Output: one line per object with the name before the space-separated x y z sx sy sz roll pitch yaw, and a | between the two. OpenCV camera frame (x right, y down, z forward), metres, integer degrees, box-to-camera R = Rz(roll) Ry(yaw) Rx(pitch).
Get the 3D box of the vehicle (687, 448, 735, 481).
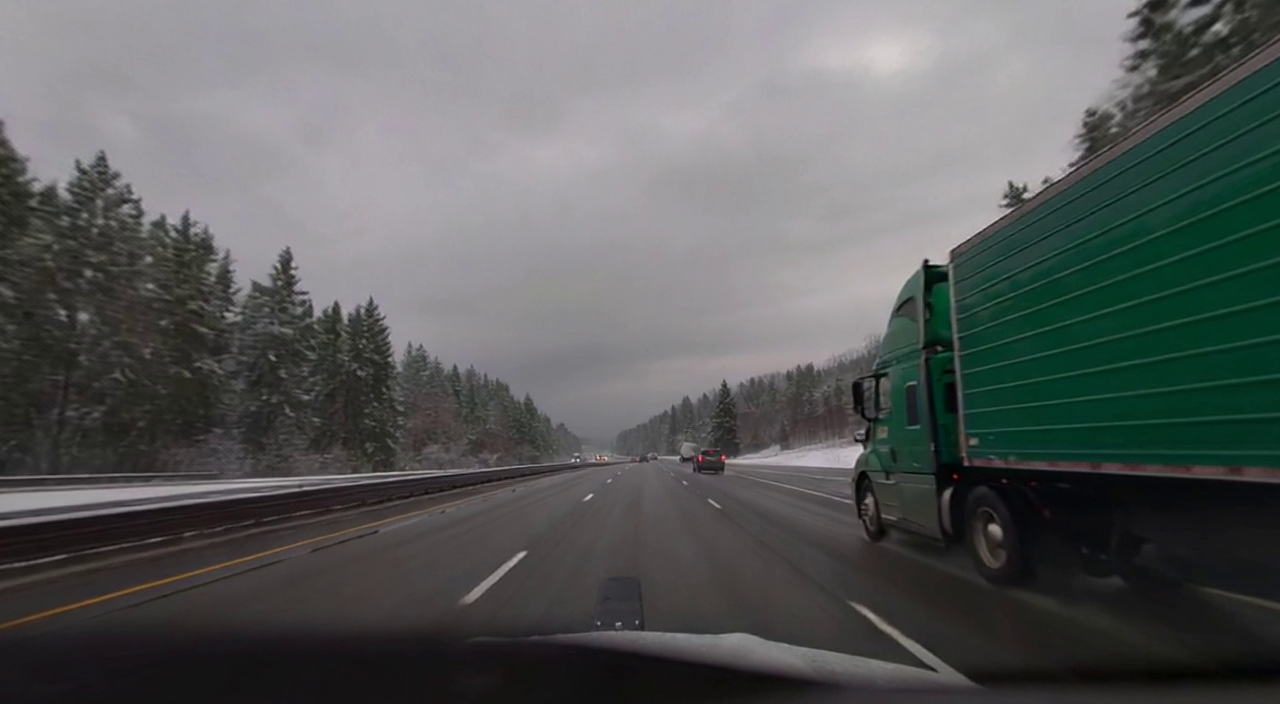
vehicle | 3.642 5.817 32.876 2.019 1.601 3.953 0 -9 0
